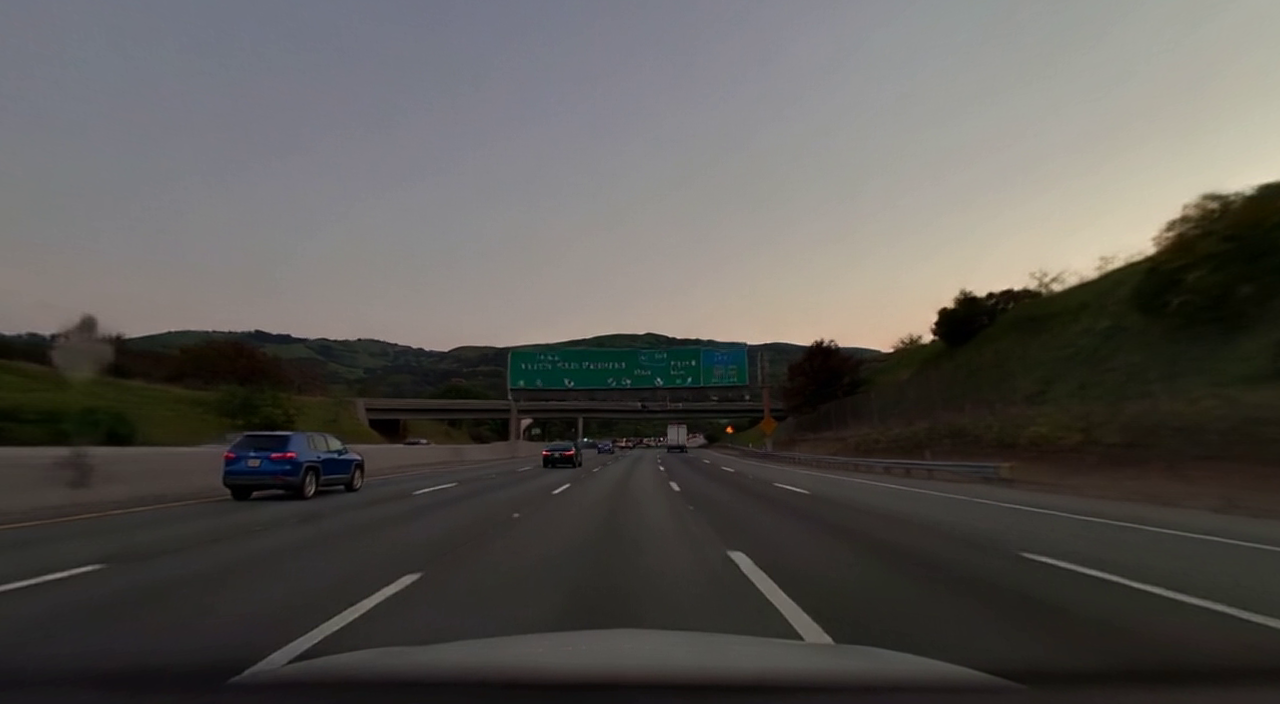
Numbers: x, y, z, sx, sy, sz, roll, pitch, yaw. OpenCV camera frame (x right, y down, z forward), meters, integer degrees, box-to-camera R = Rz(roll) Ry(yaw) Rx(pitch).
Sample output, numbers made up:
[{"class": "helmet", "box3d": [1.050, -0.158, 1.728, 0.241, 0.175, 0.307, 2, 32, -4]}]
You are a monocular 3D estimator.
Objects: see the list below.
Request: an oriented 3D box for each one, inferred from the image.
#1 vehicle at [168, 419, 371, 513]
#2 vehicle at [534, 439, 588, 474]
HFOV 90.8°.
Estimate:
[{"class": "vehicle", "box3d": [-7.683, 2.413, 13.703, 1.860, 1.694, 4.173, 0, -9, 0]}, {"class": "vehicle", "box3d": [-3.673, 4.927, 29.986, 1.925, 1.509, 4.363, 0, -9, 1]}]
